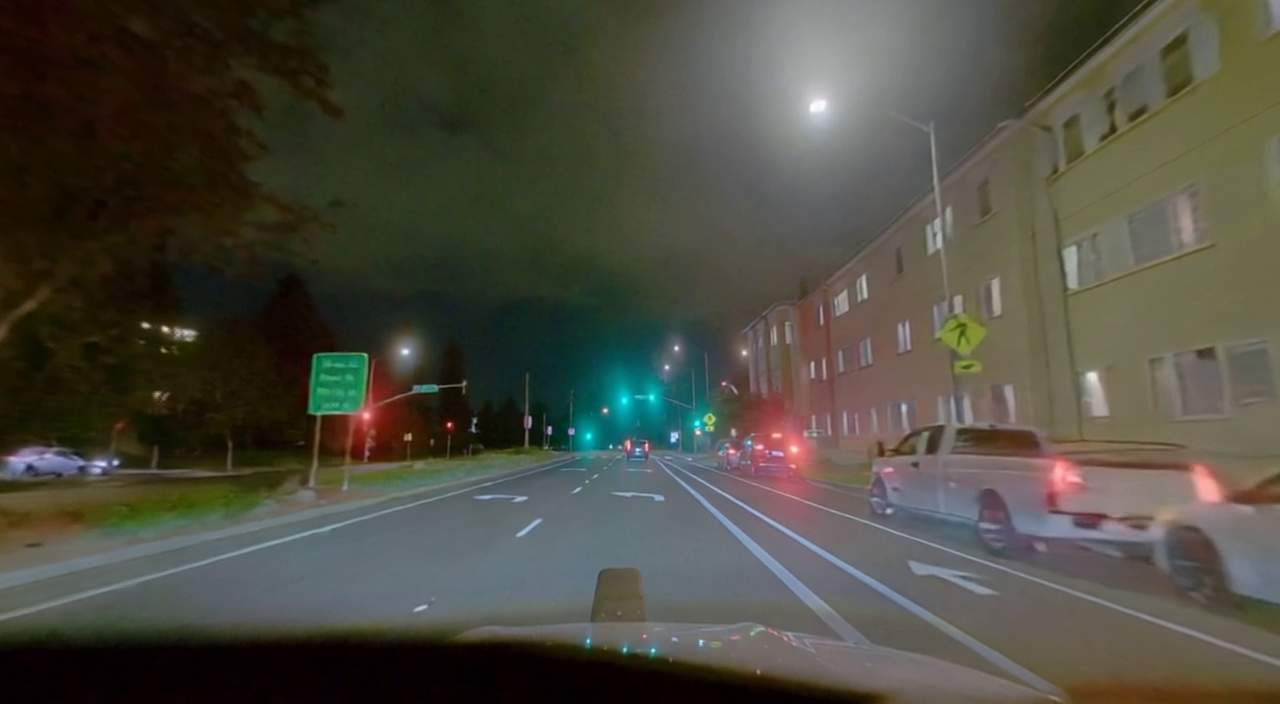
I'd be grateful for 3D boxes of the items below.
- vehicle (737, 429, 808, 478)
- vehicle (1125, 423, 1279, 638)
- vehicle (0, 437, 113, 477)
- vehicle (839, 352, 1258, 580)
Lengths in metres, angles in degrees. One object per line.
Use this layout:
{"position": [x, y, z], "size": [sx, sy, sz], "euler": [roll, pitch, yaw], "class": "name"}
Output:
{"position": [5.593, 4.344, 27.315], "size": [2.008, 1.930, 4.919], "euler": [0, -8, 1], "class": "vehicle"}
{"position": [5.766, 1.208, 3.858], "size": [1.940, 1.584, 4.553], "euler": [1, -9, 0], "class": "vehicle"}
{"position": [-36.533, 6.467, 39.006], "size": [5.817, 2.386, 2.307], "euler": [0, -9, 0], "class": "vehicle"}
{"position": [5.480, 1.730, 10.178], "size": [2.324, 2.468, 6.422], "euler": [1, -9, -1], "class": "vehicle"}
